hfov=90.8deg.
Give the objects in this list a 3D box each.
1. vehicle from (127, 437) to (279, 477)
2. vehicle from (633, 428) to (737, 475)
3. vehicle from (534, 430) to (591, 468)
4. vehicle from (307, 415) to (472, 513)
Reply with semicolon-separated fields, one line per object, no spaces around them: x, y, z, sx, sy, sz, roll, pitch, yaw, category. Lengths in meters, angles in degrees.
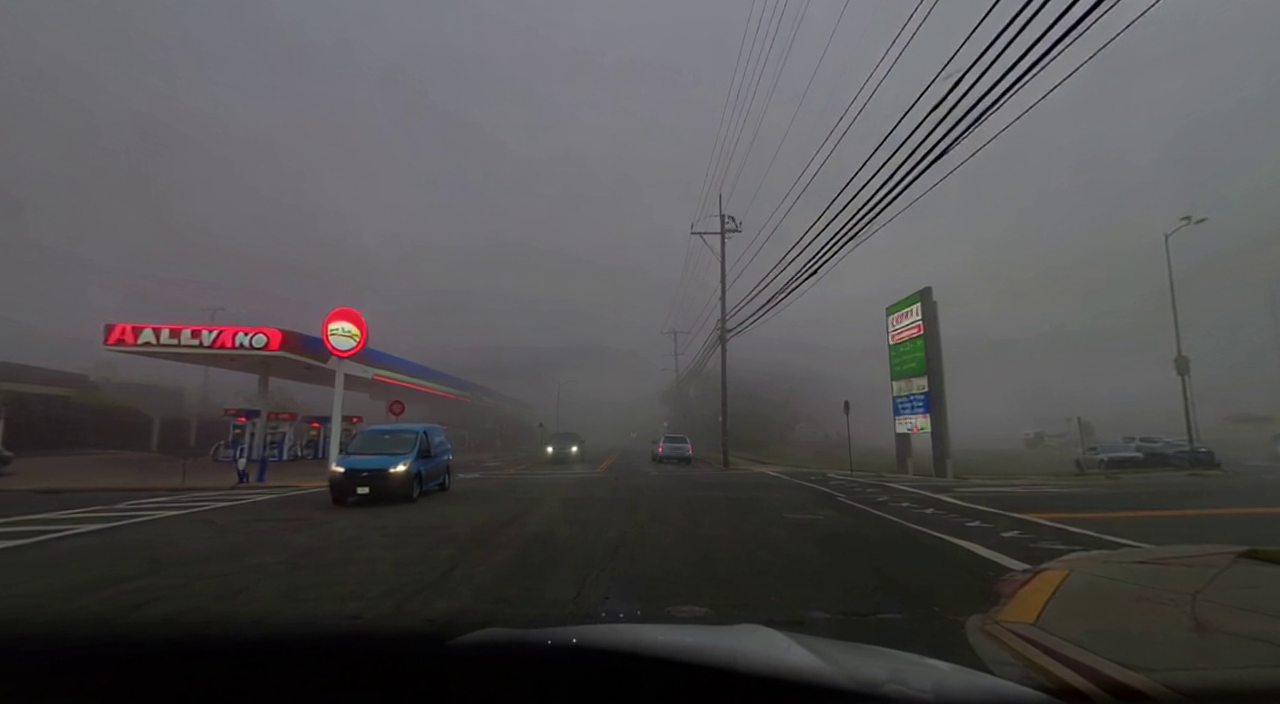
-17.510;4.180;25.371;5.116;1.487;1.928;-2;-9;12;vehicle
1.667;3.923;24.967;2.000;1.663;4.271;5;-10;-31;vehicle
-3.939;5.049;32.999;2.274;1.844;4.843;0;-8;1;vehicle
-5.668;2.609;15.144;2.222;1.931;4.882;1;-9;-4;vehicle
